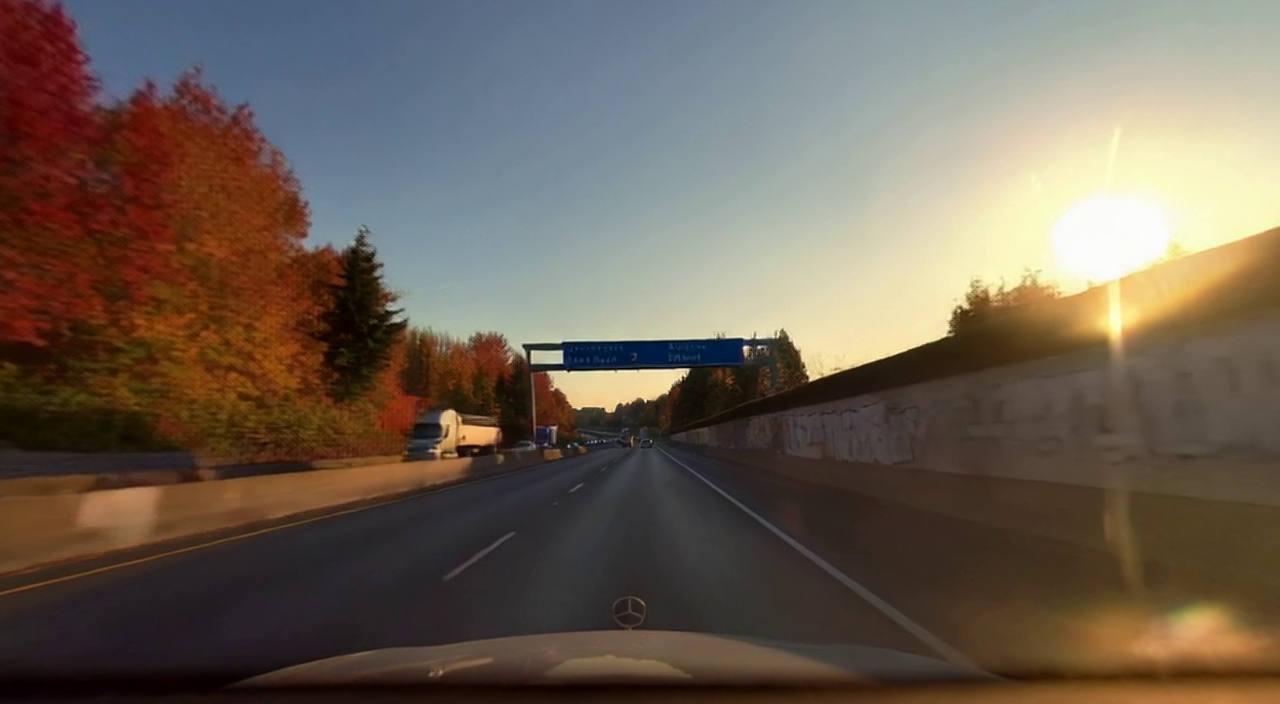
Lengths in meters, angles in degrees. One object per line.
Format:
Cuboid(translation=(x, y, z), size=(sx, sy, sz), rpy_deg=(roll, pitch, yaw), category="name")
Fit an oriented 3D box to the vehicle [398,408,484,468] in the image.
Cuboid(translation=(-14.520, 6.454, 47.009), size=(2.994, 3.947, 9.906), rpy_deg=(0, -8, 1), category="vehicle")
